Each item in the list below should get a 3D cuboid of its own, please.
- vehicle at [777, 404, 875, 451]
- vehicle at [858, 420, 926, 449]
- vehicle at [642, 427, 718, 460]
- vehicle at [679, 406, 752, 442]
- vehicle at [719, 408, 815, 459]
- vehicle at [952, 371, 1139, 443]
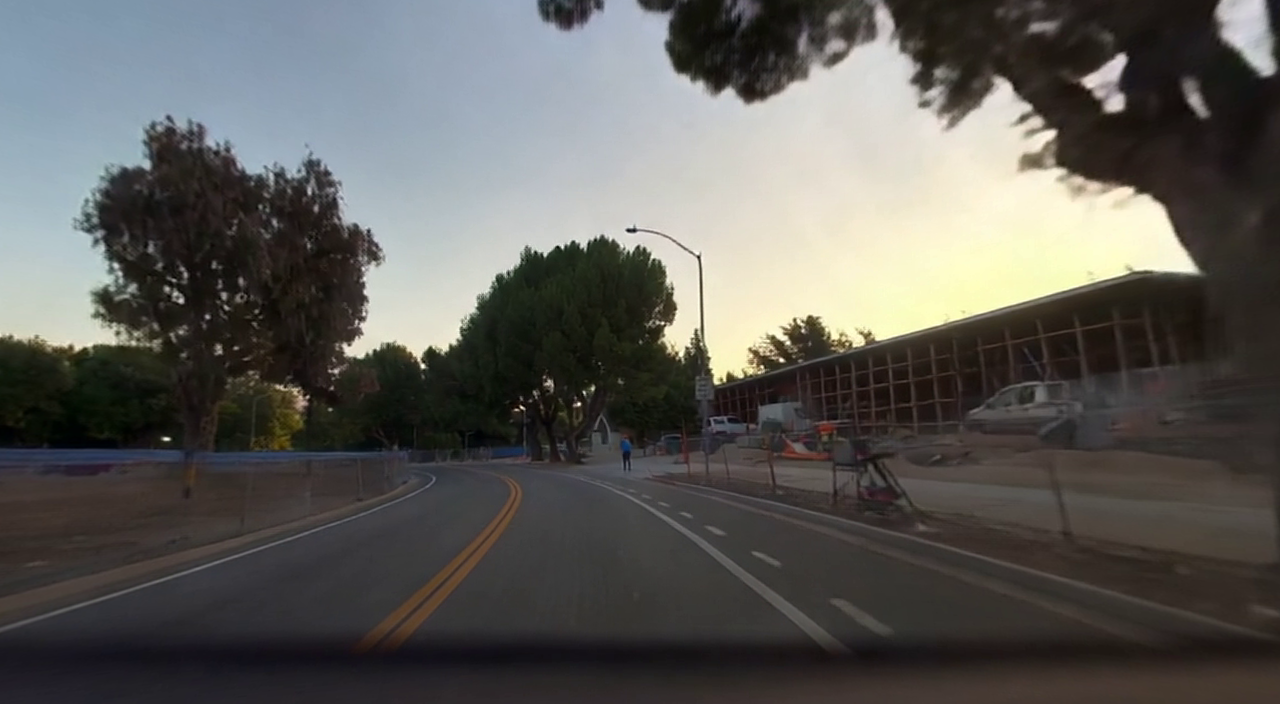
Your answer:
[{"bbox_3d":[7.554,3.110,25.795,3.451,1.504,1.652,6,-12,-7],"label":"vehicle"},{"bbox_3d":[16.902,5.536,42.290,4.663,1.791,2.050,6,-10,-38],"label":"vehicle"},{"bbox_3d":[2.934,6.592,45.677,5.021,1.930,2.119,-1,-8,-33],"label":"vehicle"},{"bbox_3d":[4.880,4.648,40.654,4.180,1.880,2.028,10,-10,-30],"label":"vehicle"},{"bbox_3d":[5.699,3.714,28.401,3.674,1.559,1.775,12,-13,-11],"label":"vehicle"},{"bbox_3d":[9.269,1.372,14.834,1.635,1.445,3.563,0,-9,-9],"label":"vehicle"}]
